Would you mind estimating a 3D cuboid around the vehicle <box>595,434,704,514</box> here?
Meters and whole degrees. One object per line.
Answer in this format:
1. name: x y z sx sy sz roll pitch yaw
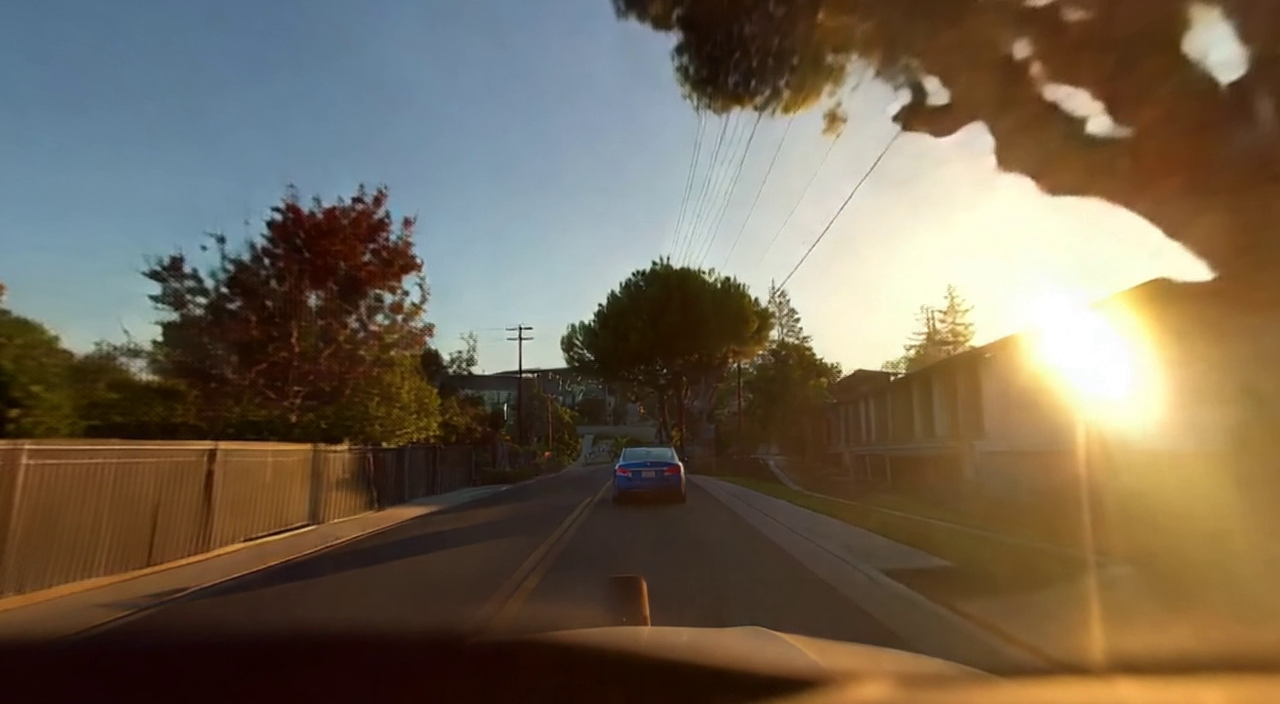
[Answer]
1. vehicle: 0.164 2.592 13.973 2.060 1.487 3.920 0 -8 -1
